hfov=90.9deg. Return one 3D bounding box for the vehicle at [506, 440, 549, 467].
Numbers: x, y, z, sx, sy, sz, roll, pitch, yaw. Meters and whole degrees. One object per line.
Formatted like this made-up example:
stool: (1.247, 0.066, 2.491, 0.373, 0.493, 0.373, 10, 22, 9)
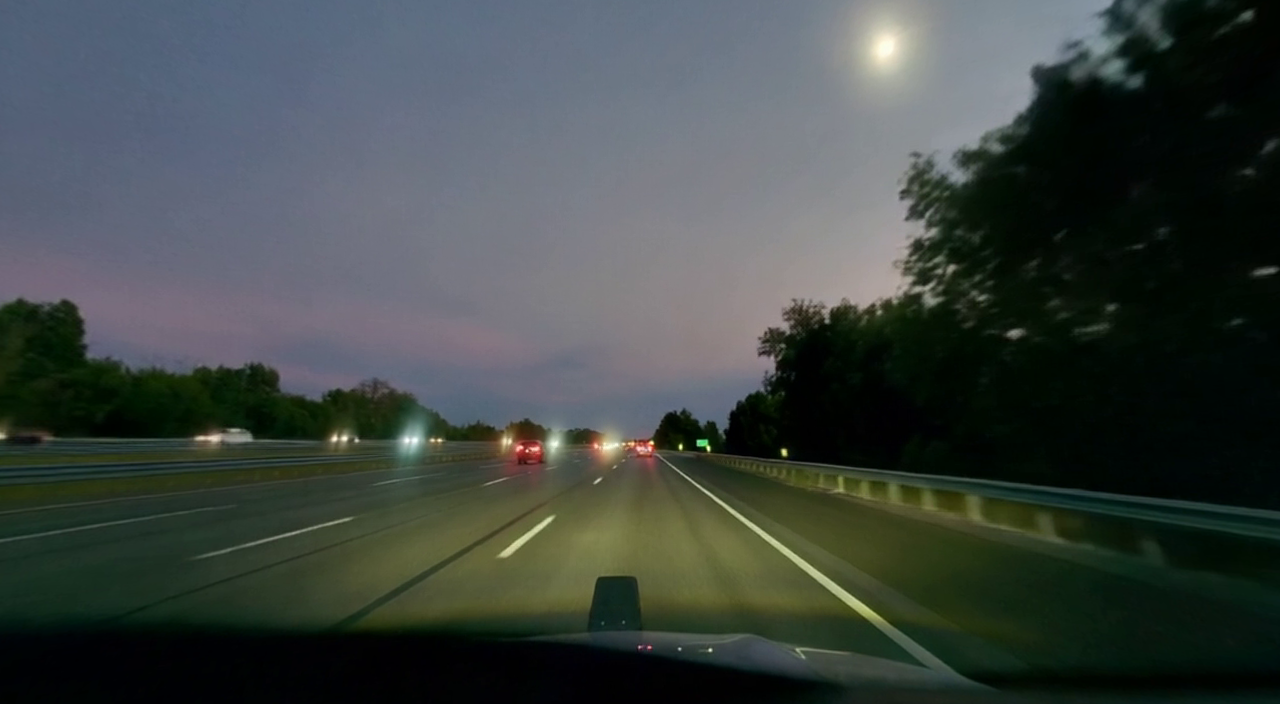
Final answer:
vehicle: (-7.190, 6.523, 40.647, 1.972, 1.603, 3.891, 0, -8, 1)
